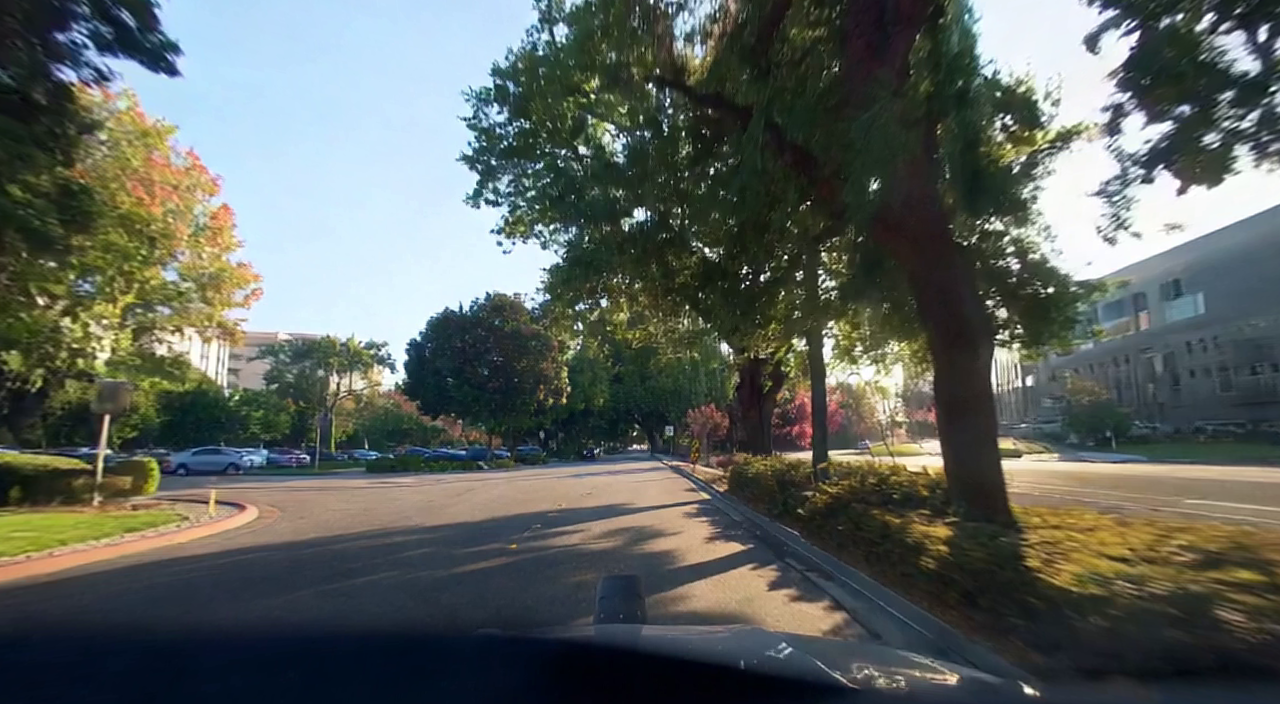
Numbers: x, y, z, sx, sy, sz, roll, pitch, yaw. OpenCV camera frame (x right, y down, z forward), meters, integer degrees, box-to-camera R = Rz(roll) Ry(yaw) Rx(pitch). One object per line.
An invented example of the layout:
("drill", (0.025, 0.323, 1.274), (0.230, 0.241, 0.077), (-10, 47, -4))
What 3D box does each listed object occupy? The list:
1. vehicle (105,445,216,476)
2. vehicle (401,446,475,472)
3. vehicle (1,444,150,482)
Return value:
("vehicle", (-27.014, 6.101, 35.579), (4.456, 1.665, 2.161), (0, -8, 0))
("vehicle", (-13.987, 7.440, 43.802), (4.422, 1.694, 2.026), (0, -8, 2))
("vehicle", (-26.753, 5.253, 29.959), (4.931, 1.723, 2.220), (0, -8, 1))
